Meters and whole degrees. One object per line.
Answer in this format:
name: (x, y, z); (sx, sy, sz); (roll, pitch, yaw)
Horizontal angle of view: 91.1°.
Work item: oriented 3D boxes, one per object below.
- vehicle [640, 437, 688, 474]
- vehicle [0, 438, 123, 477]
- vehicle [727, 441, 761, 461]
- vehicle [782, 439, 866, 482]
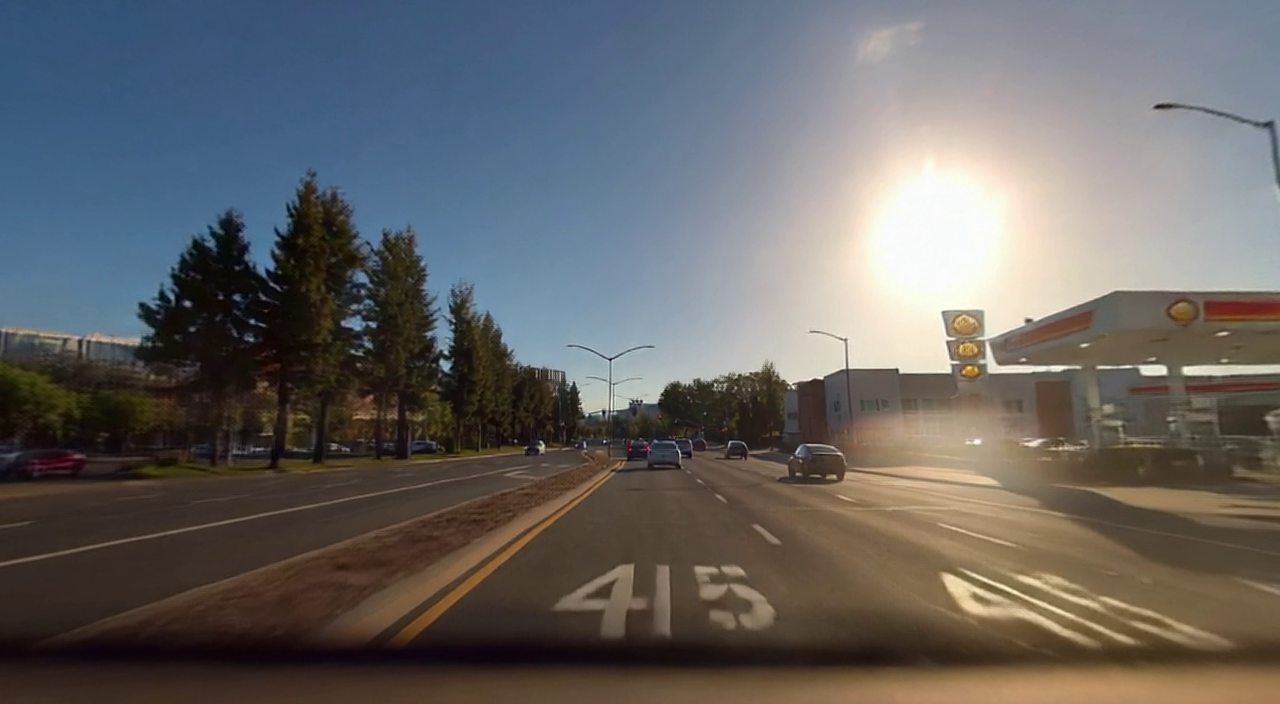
vehicle: (0.993, 4.523, 27.761); (1.971, 1.479, 4.493); (0, -8, 0)
vehicle: (-29.163, 5.203, 31.360); (2.011, 1.762, 5.267); (0, -8, 3)
vehicle: (7.953, 7.596, 48.361); (1.930, 1.479, 4.477); (0, -8, 0)
vehicle: (6.940, 4.115, 24.182); (1.918, 1.484, 4.456); (0, -8, 0)
